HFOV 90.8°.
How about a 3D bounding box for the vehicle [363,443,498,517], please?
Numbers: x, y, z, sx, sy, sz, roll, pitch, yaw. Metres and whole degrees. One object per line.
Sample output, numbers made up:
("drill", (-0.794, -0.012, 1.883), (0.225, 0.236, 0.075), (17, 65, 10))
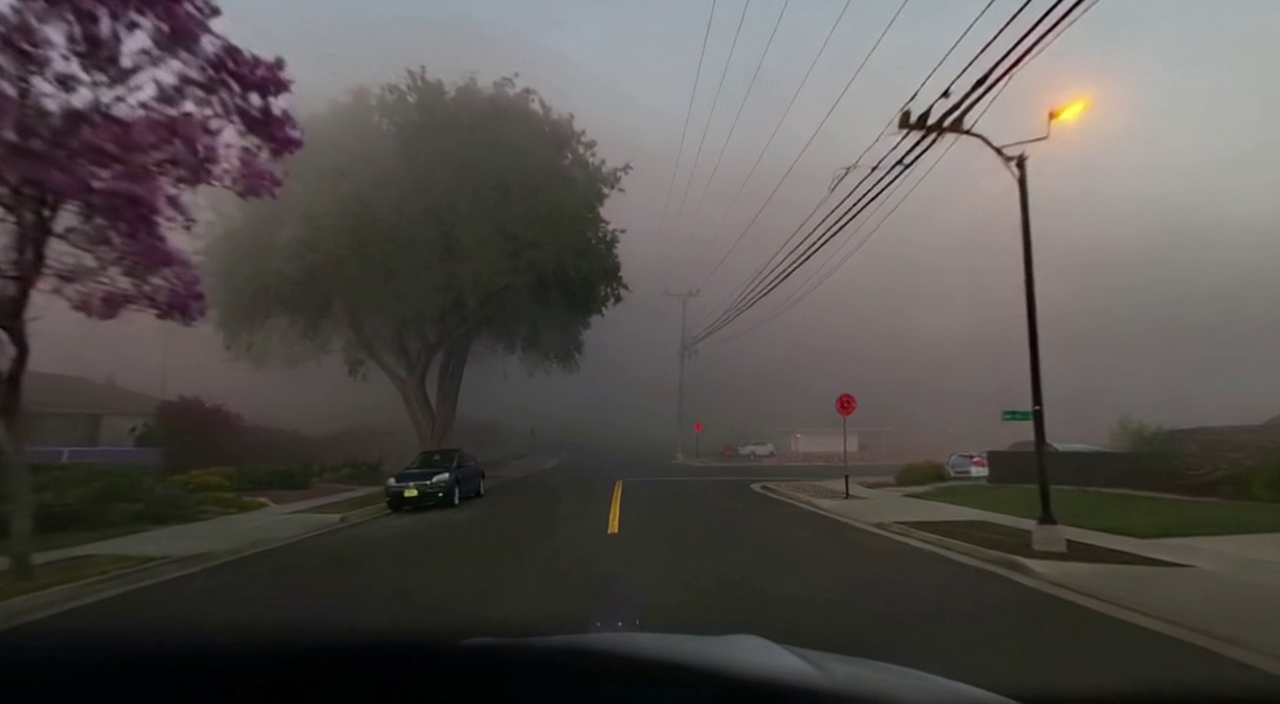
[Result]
("vehicle", (-5.038, 3.098, 15.954), (1.938, 1.508, 4.481), (0, -7, -1))

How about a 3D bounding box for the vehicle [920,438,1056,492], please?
("vehicle", (11.371, 3.697, 21.092), (1.881, 1.574, 4.670), (0, -8, 0))

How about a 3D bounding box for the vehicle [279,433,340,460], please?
("vehicle", (-19.790, 5.644, 37.753), (4.472, 1.492, 1.870), (-8, -12, 44))
